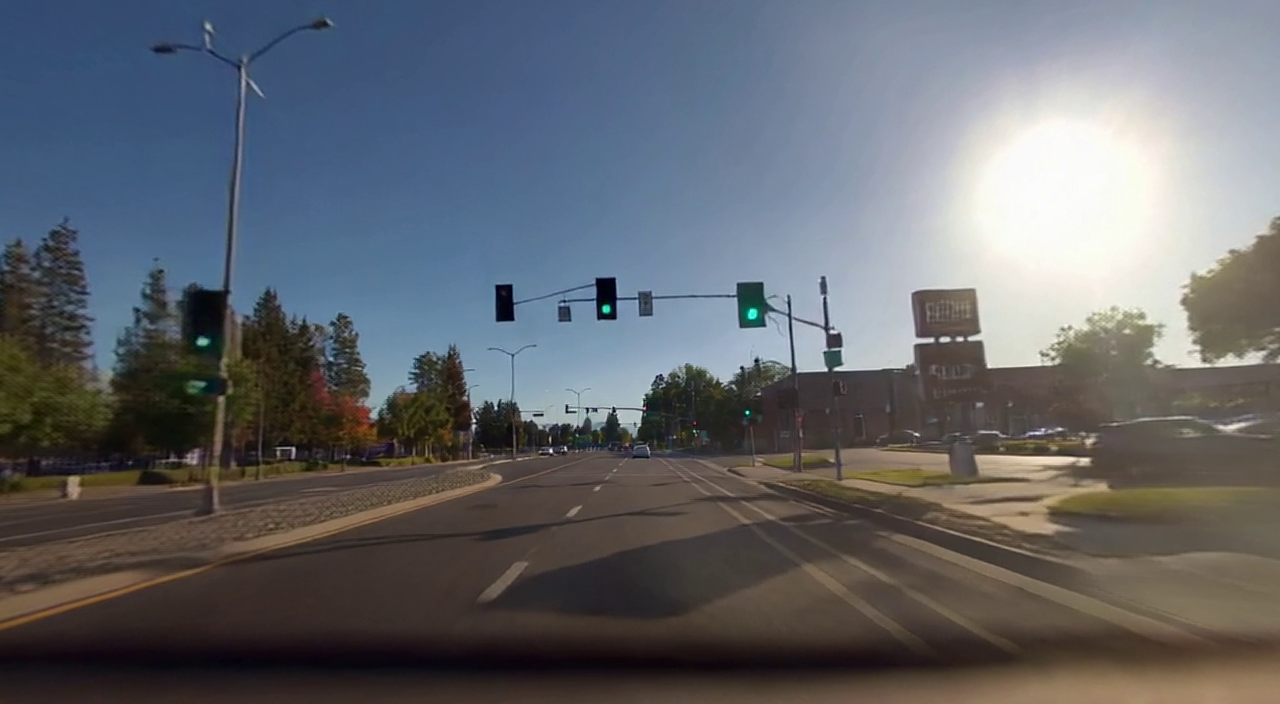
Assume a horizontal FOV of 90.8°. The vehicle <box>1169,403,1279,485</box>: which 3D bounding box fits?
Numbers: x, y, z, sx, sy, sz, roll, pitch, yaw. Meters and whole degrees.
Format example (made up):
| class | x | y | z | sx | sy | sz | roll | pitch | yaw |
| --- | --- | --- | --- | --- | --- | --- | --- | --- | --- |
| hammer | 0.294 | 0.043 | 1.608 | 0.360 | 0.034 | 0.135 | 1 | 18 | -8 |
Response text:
| class | x | y | z | sx | sy | sz | roll | pitch | yaw |
| --- | --- | --- | --- | --- | --- | --- | --- | --- | --- |
| vehicle | 13.793 | 1.866 | 12.911 | 4.310 | 1.488 | 2.003 | 1 | -9 | -6 |
